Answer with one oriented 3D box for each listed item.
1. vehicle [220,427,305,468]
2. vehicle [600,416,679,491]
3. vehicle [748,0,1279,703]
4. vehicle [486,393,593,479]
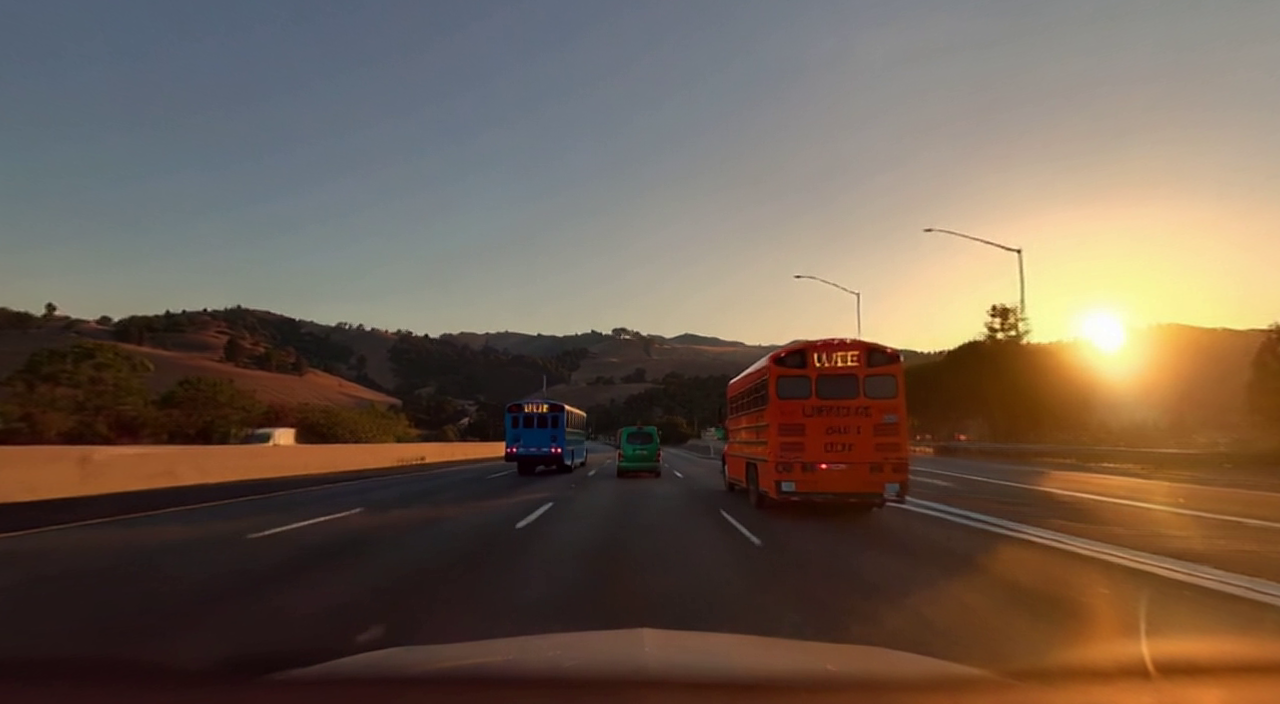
[{"bbox_3d":[-25.544,6.490,43.035,2.352,2.526,5.568,0,-8,0],"label":"vehicle"},{"bbox_3d":[-0.080,2.943,18.520,2.037,1.929,4.343,0,-8,-2],"label":"vehicle"},{"bbox_3d":[4.007,0.325,7.443,3.006,4.101,13.245,0,-8,-1],"label":"vehicle"},{"bbox_3d":[-3.824,3.548,26.258,2.947,3.009,7.991,0,-8,1],"label":"vehicle"}]
